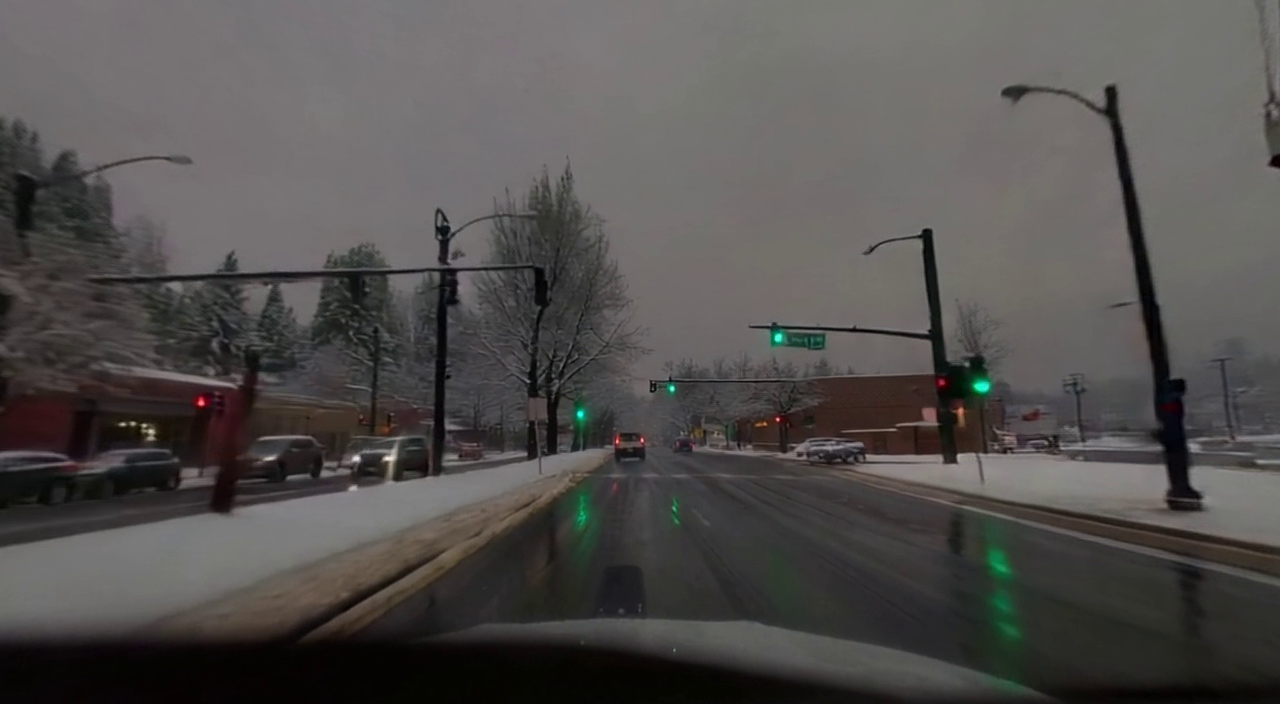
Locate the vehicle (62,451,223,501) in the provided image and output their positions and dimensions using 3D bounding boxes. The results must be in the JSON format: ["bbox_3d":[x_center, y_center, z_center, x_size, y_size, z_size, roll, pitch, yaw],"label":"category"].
[{"bbox_3d":[-16.601,4.125,21.460,1.804,1.467,4.489,0,-9,0],"label":"vehicle"}]

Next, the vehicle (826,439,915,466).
[{"bbox_3d":[13.616,5.972,37.563,4.506,1.479,1.924,0,-9,1],"label":"vehicle"}]

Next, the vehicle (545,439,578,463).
[{"bbox_3d":[-6.145,7.767,49.792,1.983,1.715,4.466,-2,-8,0],"label":"vehicle"}]

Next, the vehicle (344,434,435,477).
[{"bbox_3d":[-12.278,5.115,31.495,2.249,1.952,5.746,0,-9,-1],"label":"vehicle"}]

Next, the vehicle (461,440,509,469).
[{"bbox_3d":[-9.334,6.188,38.344,1.918,1.640,3.971,0,-9,0],"label":"vehicle"}]

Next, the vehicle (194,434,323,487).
[{"bbox_3d":[-16.558,4.732,27.908,2.190,2.069,5.804,0,-9,-2],"label":"vehicle"}]

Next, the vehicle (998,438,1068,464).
[{"bbox_3d":[23.540,5.886,37.815,3.995,1.463,1.862,5,-10,-31],"label":"vehicle"}]
